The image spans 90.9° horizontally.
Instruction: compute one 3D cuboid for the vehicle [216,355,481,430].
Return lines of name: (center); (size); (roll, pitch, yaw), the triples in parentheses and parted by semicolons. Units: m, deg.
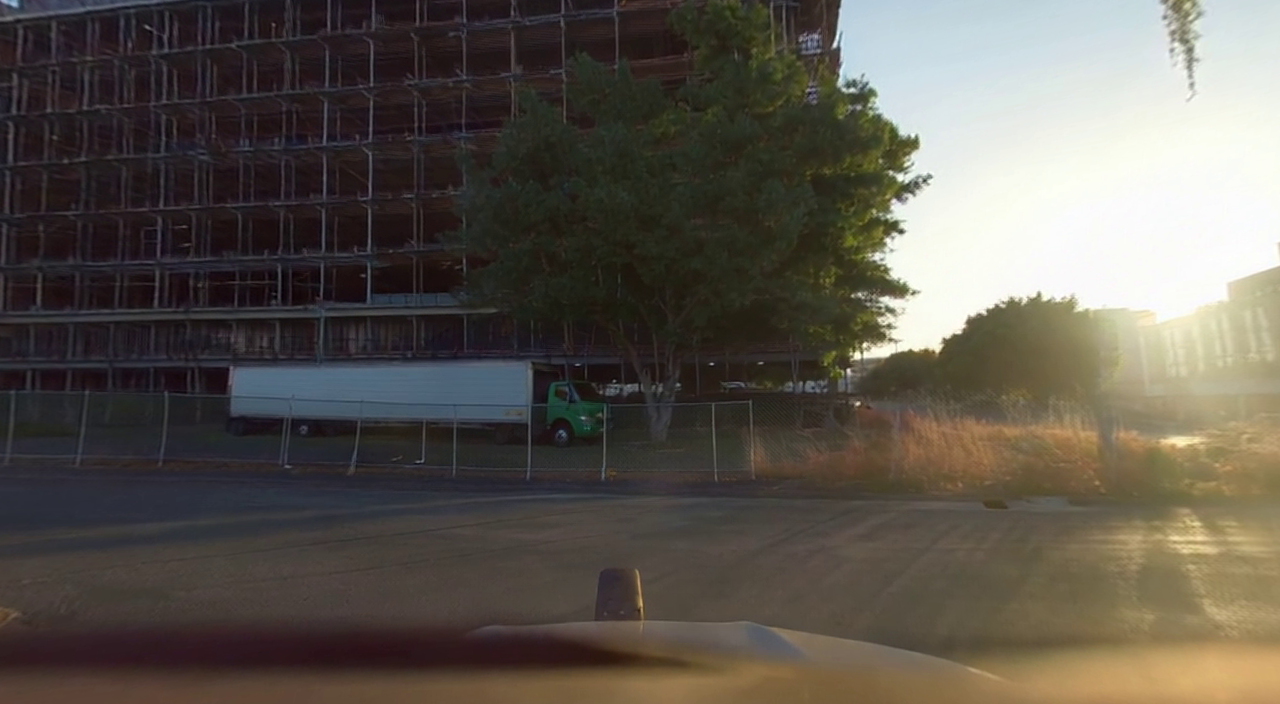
vehicle: (-17.068, 2.548, 38.025); (14.067, 4.099, 2.832); (1, -8, -7)
